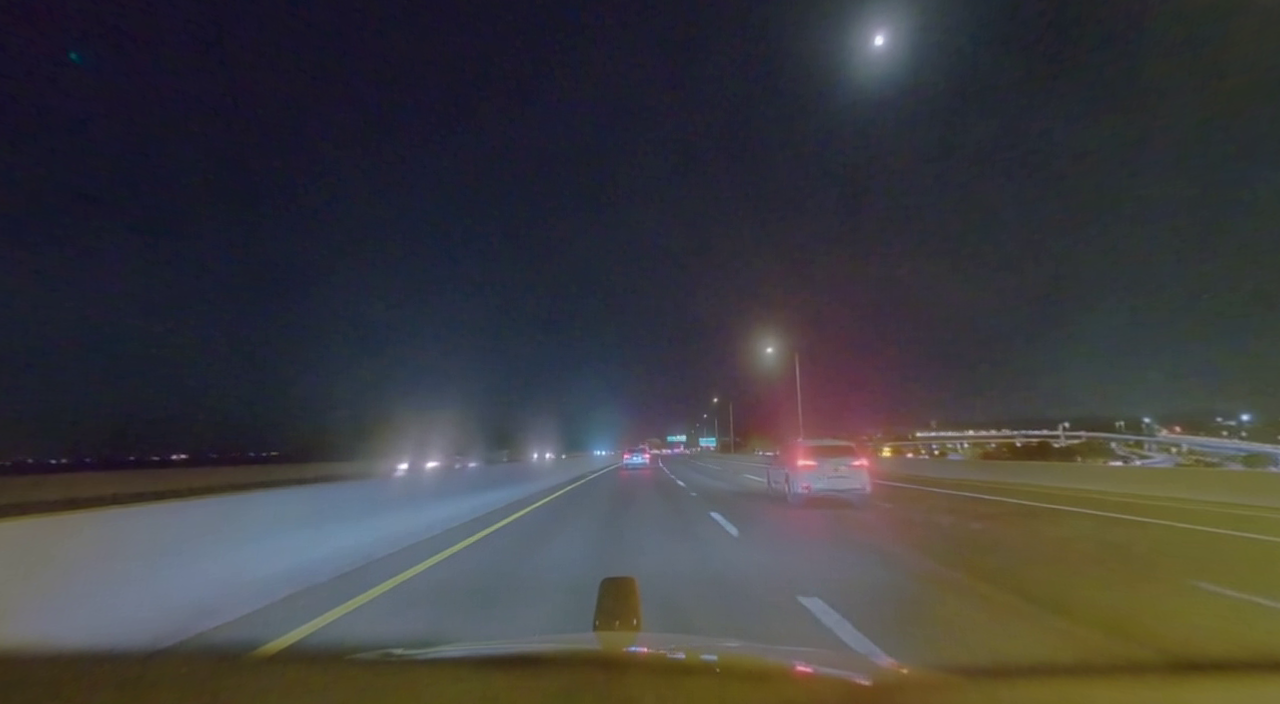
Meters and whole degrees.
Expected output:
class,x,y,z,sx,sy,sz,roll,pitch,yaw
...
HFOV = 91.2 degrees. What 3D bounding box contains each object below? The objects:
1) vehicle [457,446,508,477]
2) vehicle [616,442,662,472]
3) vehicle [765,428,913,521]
class,x,y,z,sx,sy,sz,roll,pitch,yaw
vehicle,-8.575,5.971,34.532,1.968,1.597,4.349,0,-8,-4
vehicle,0.006,6.101,36.645,2.084,1.594,4.219,-2,-8,7
vehicle,3.887,2.449,13.012,1.969,1.595,3.964,-1,-8,4
